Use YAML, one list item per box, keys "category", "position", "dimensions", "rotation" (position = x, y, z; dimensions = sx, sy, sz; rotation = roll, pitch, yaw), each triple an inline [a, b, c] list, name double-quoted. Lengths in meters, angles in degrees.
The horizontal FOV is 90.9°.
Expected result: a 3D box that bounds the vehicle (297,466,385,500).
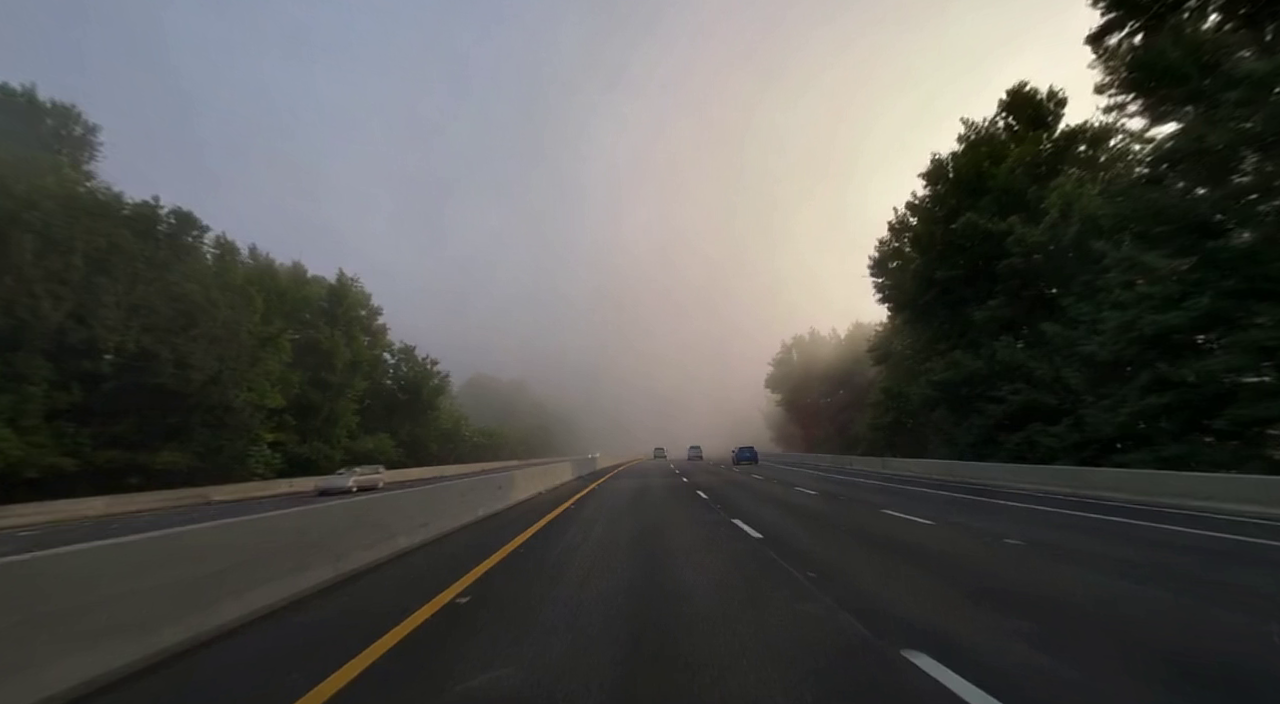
- category: "vehicle"
  position: [-15.120, 6.637, 32.212]
  dimensions: [2.080, 1.464, 4.772]
  rotation: [-1, -9, 2]
